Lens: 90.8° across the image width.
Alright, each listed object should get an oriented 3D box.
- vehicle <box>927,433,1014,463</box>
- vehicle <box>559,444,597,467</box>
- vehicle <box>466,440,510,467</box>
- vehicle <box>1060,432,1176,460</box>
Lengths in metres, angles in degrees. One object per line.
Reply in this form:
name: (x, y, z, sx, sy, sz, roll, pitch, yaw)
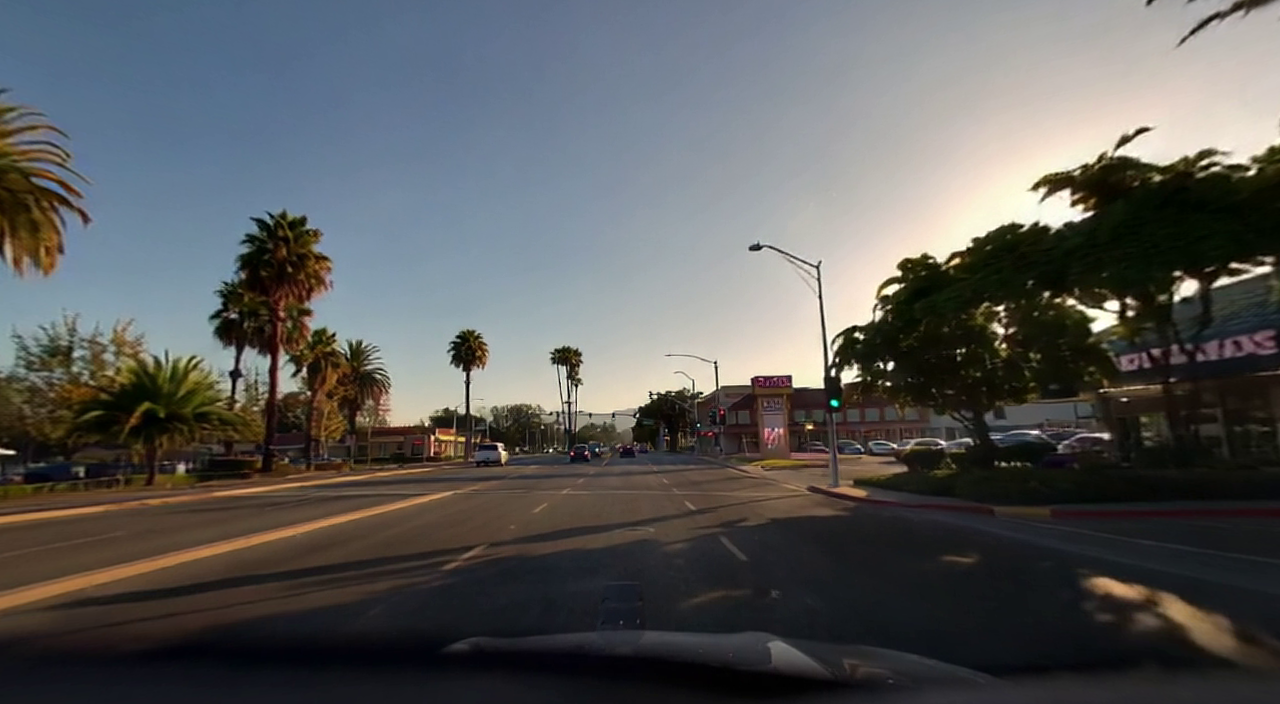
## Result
vehicle: (20.395, 5.974, 39.189, 4.548, 1.741, 1.971, -4, -10, 25)
vehicle: (-4.109, 6.946, 42.440, 2.181, 1.483, 4.123, 0, -9, -1)
vehicle: (-10.453, 7.038, 43.724, 2.022, 1.746, 4.406, 0, -9, -1)
vehicle: (27.028, 5.368, 35.954, 4.809, 1.499, 2.130, -4, -10, 23)
